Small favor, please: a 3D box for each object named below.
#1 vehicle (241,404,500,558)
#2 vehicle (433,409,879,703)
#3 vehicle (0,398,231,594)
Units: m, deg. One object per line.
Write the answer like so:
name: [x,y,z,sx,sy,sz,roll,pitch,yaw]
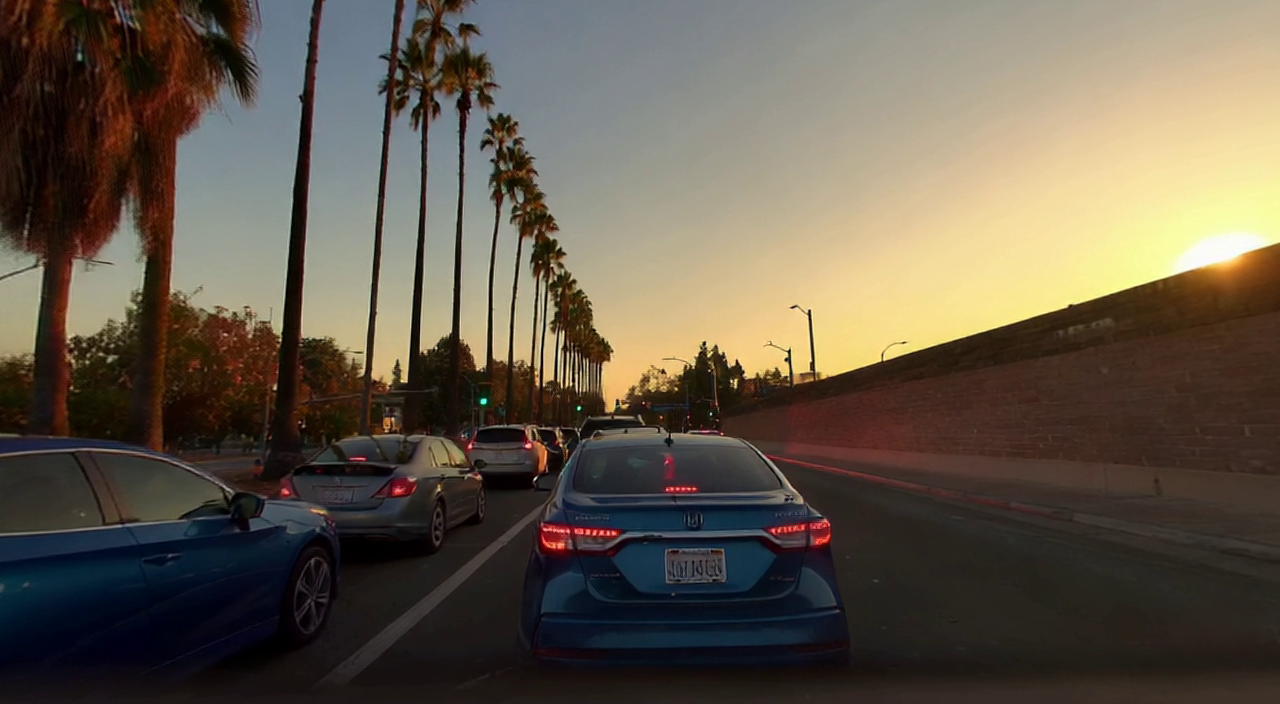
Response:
vehicle: [-3.534,1.776,9.289,2.055,1.746,4.136,0,-8,-1]
vehicle: [0.038,1.334,5.205,2.128,1.473,4.272,0,-8,-1]
vehicle: [-6.672,1.400,6.393,1.963,1.721,4.662,0,-8,-2]
